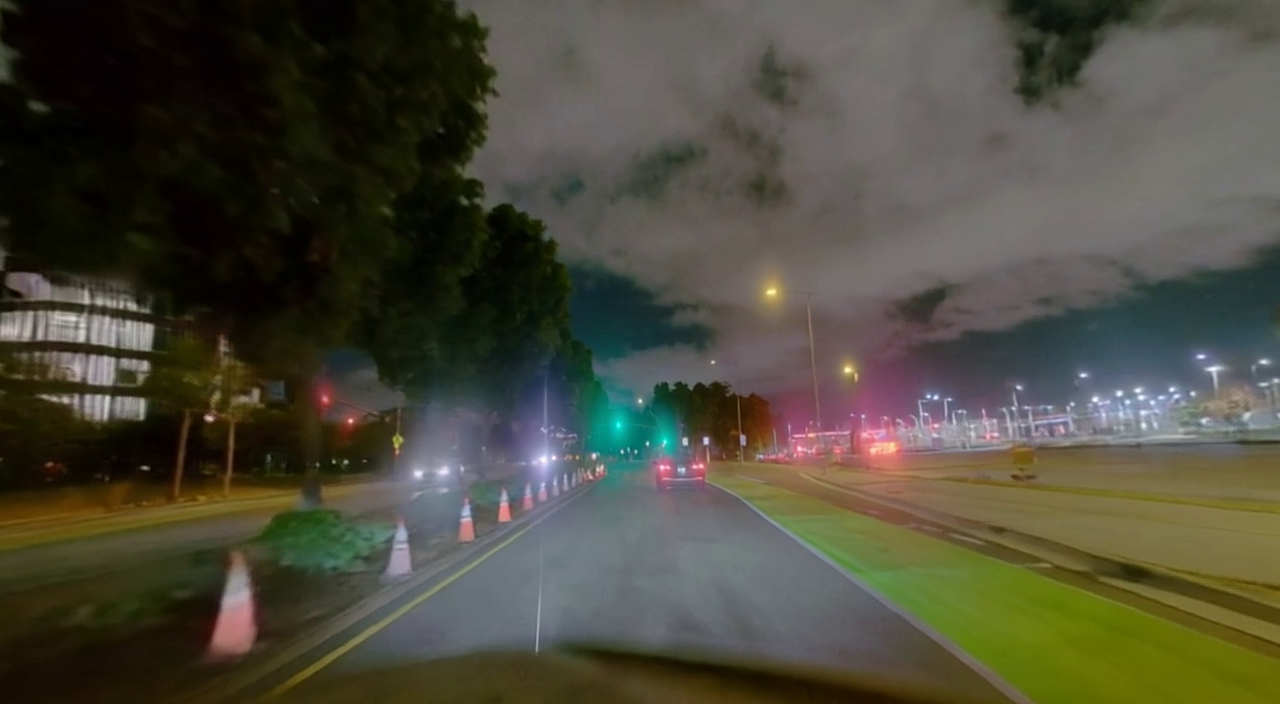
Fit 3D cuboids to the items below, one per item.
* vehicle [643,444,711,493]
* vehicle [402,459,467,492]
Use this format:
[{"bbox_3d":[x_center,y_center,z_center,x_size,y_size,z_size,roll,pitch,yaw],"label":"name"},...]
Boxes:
[{"bbox_3d":[1.170,4.009,22.086,2.114,1.493,4.430,0,-9,0],"label":"vehicle"},{"bbox_3d":[-10.427,6.284,32.460,2.010,1.487,4.427,0,-9,-2],"label":"vehicle"}]
